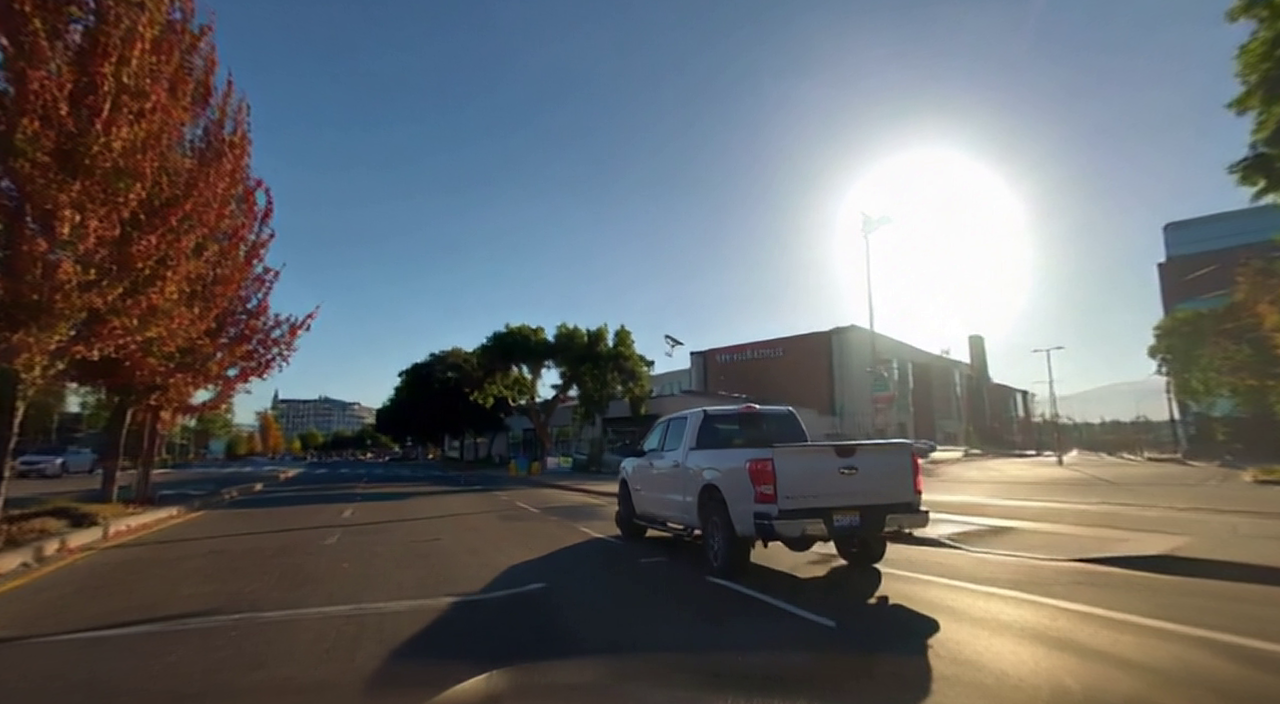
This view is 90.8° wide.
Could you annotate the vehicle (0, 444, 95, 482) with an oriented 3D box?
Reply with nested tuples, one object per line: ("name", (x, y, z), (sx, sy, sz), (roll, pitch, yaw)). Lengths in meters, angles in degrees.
("vehicle", (-29.789, 5.615, 31.835), (2.037, 1.725, 4.632), (5, -11, -23))

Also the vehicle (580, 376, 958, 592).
("vehicle", (1.109, 1.730, 8.751), (2.402, 1.922, 5.677), (5, -11, -20))
